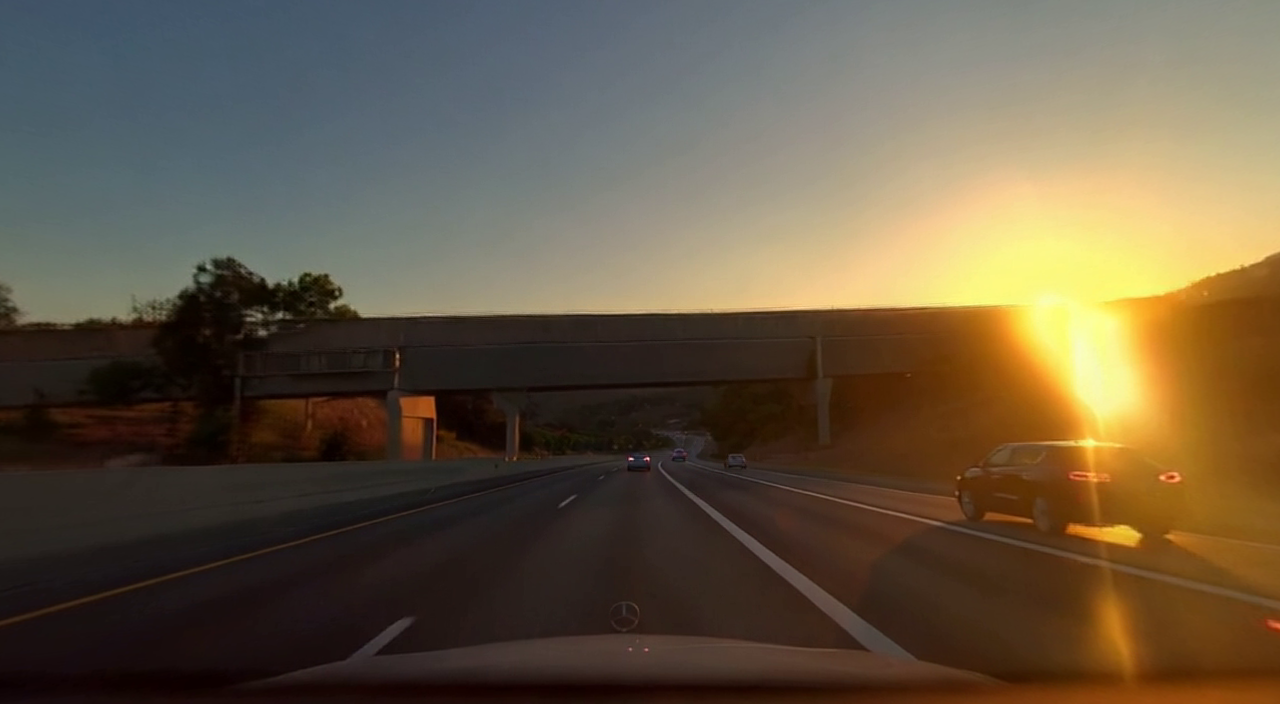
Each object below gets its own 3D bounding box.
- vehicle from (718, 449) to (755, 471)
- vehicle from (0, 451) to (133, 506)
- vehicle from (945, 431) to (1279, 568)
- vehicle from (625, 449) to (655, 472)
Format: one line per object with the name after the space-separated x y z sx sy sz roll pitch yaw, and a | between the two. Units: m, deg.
6.854 7.697 44.717 1.941 1.485 3.701 0 -9 -1 | vehicle
-19.332 4.065 20.539 1.877 1.572 4.091 -1 -9 1 | vehicle
6.819 2.040 9.485 2.008 1.533 4.592 0 -9 -1 | vehicle
0.009 7.844 45.406 2.025 1.526 4.181 0 -9 0 | vehicle
